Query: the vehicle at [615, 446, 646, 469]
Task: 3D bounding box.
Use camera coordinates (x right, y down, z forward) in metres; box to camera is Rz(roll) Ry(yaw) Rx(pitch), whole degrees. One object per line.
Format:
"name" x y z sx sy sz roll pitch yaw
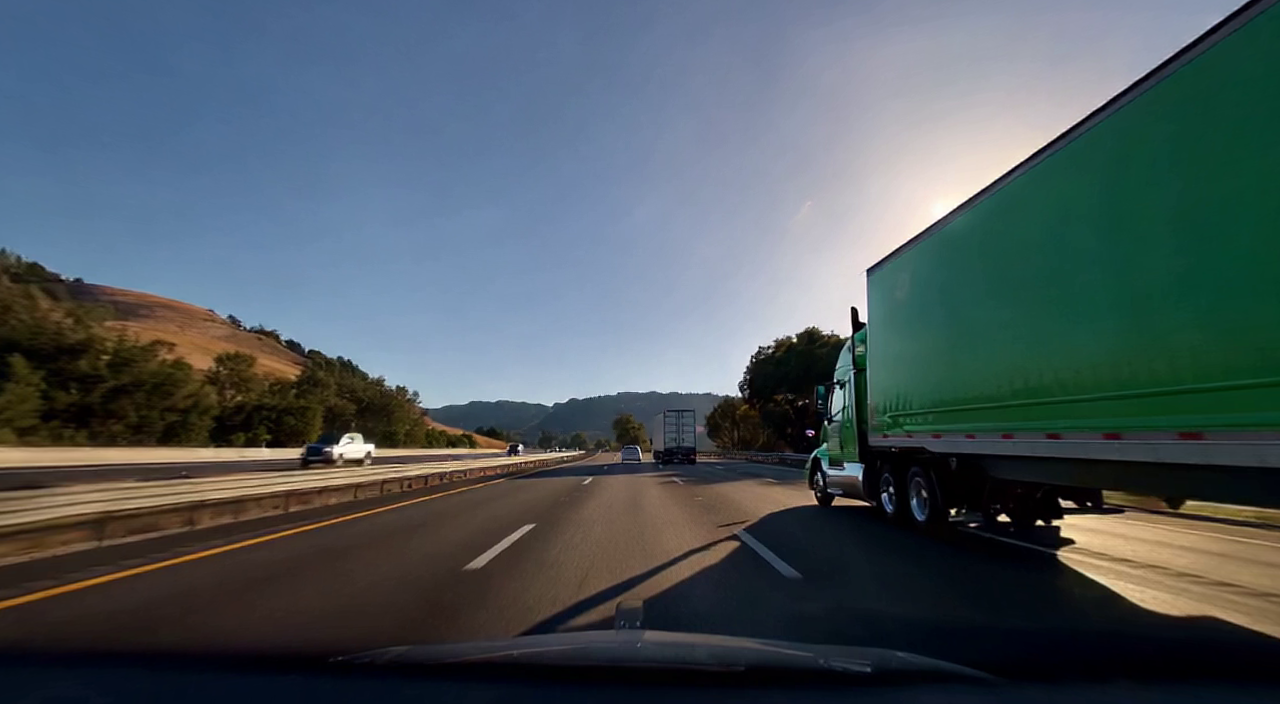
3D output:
"vehicle" -0.628 6.955 41.801 1.898 1.438 4.053 0 -9 -1

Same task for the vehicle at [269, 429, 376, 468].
"vehicle" -12.658 3.910 25.545 2.048 1.454 4.392 0 -9 0
